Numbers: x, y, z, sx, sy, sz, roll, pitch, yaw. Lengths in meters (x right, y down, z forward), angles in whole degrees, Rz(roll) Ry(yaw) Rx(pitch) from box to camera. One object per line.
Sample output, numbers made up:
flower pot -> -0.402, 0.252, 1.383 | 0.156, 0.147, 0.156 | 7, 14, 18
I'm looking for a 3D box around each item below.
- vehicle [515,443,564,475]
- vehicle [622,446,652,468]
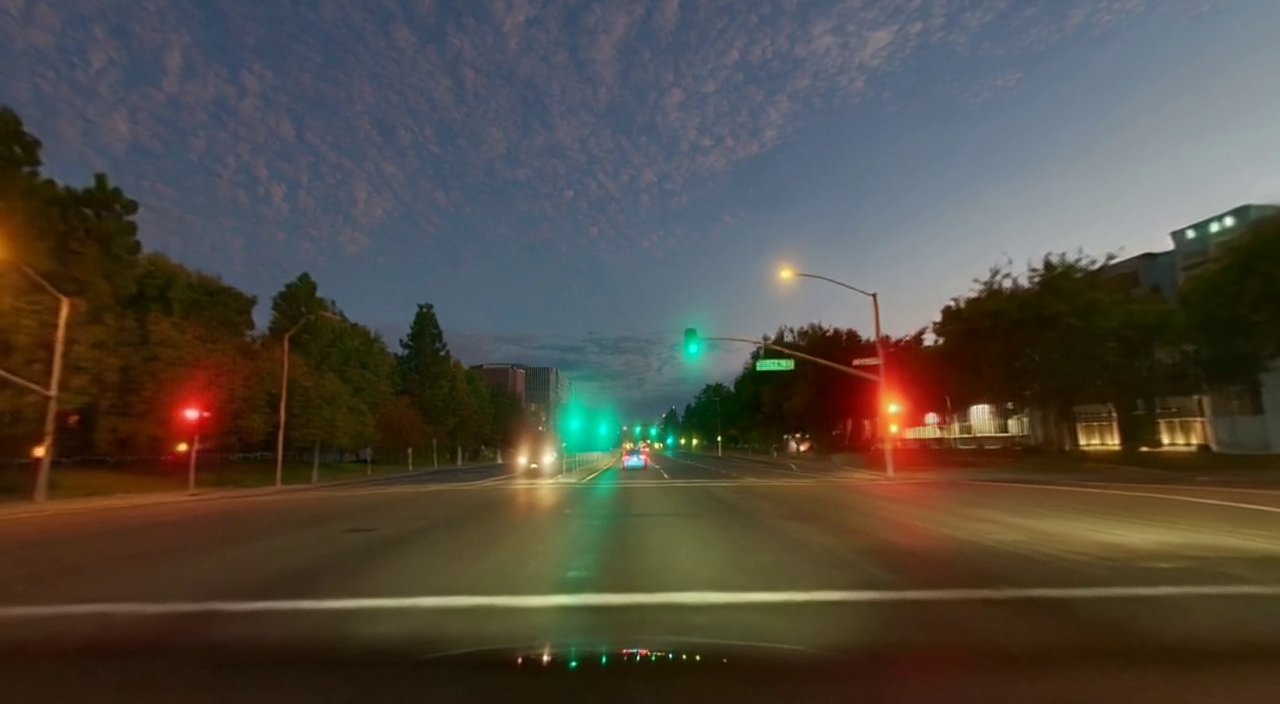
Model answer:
vehicle -> -5.510, 5.930, 35.038 | 2.016, 1.631, 4.148 | 0, -9, 0
vehicle -> -0.218, 7.454, 44.975 | 2.064, 1.477, 3.968 | 0, -9, -1
